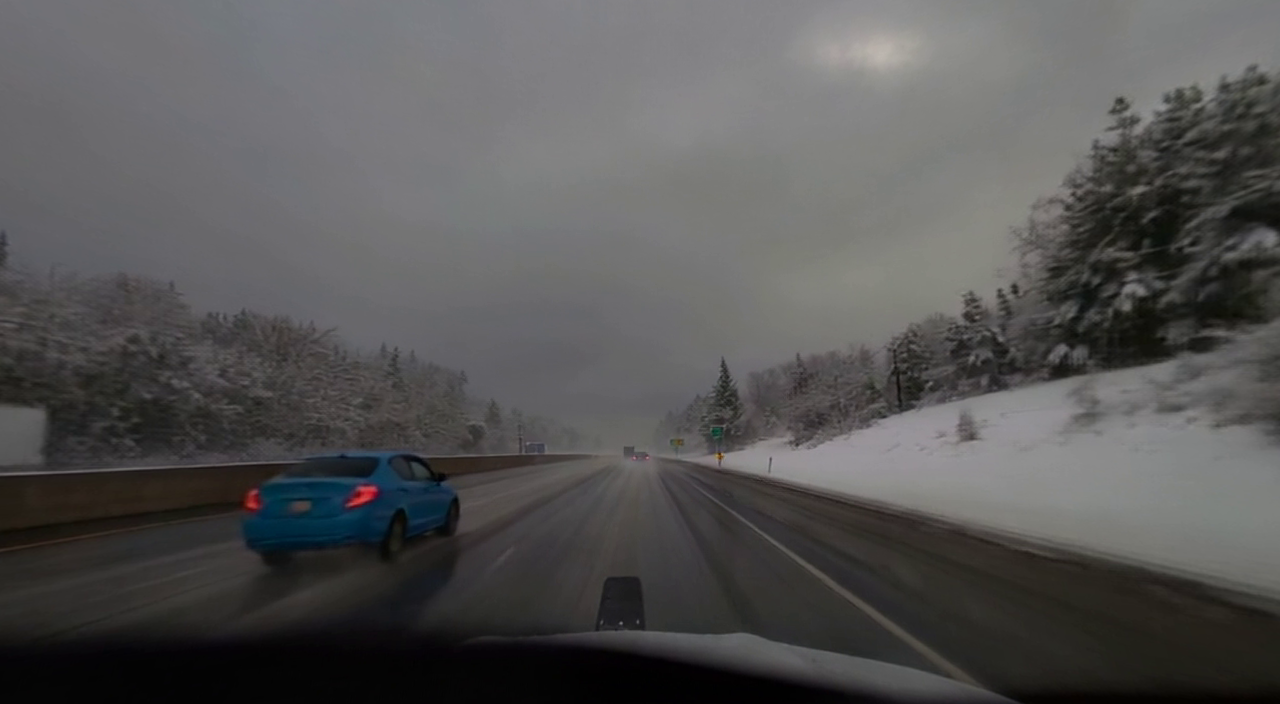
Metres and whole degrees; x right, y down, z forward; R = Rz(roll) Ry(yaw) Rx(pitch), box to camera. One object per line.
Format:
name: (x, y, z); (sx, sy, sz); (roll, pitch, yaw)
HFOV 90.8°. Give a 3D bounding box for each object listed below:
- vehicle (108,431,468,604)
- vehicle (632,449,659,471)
vehicle: (-3.653, 1.773, 7.635); (1.978, 1.498, 4.080); (0, -9, 0)
vehicle: (0.376, 7.899, 46.225); (1.908, 1.515, 3.871); (0, -9, 0)
